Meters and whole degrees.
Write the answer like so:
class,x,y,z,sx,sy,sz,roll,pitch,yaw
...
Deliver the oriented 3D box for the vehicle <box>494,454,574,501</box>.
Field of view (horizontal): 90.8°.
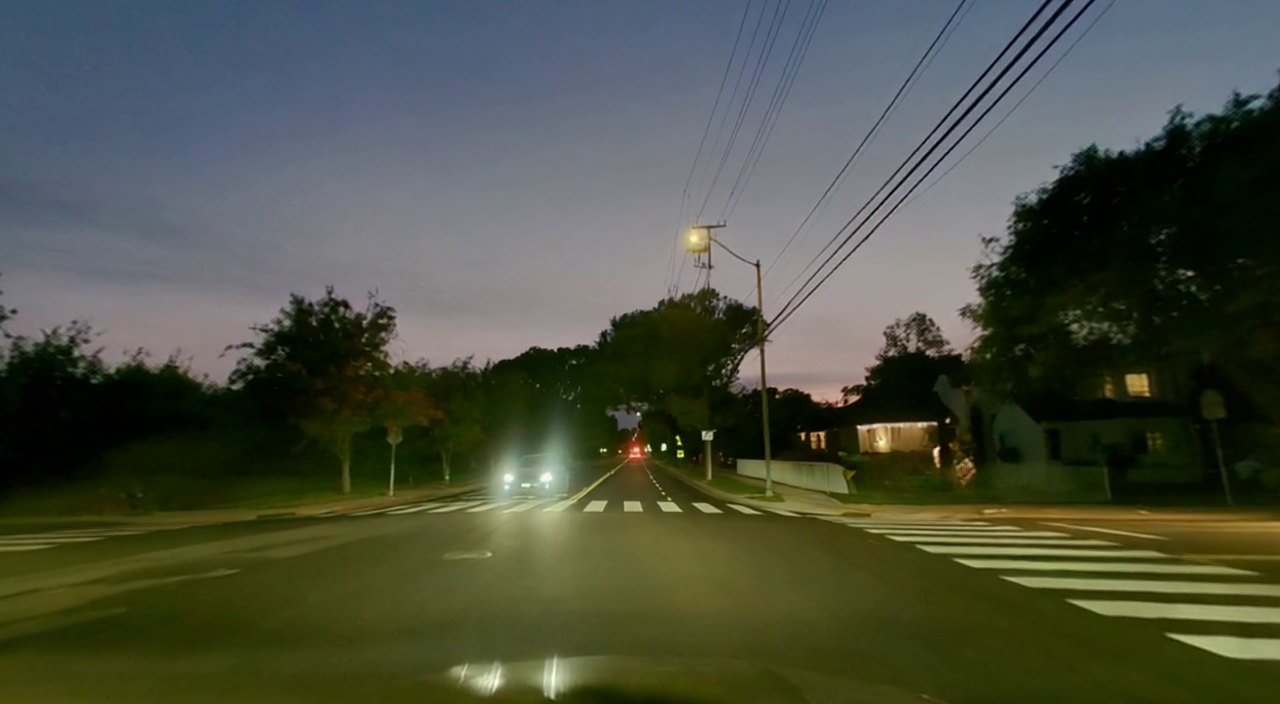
class,x,y,z,sx,sy,sz,roll,pitch,yaw
vehicle,-3.700,4.449,22.791,2.102,1.463,4.024,0,-9,1
